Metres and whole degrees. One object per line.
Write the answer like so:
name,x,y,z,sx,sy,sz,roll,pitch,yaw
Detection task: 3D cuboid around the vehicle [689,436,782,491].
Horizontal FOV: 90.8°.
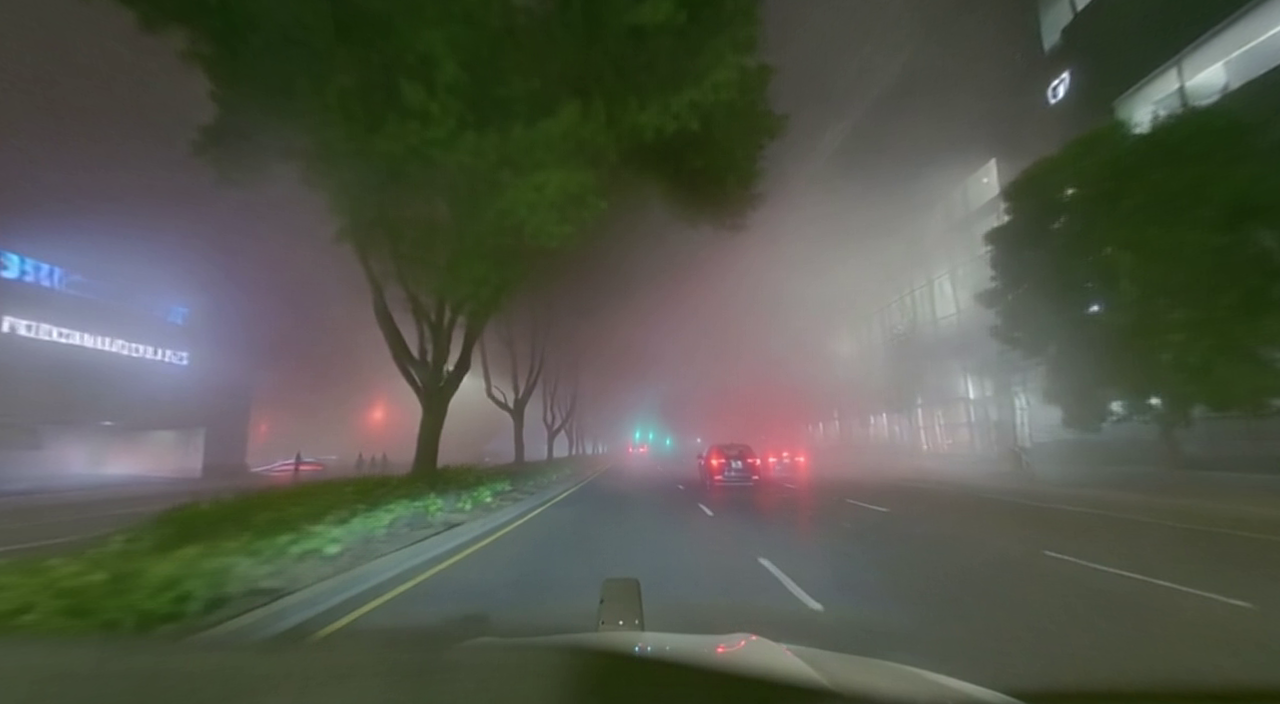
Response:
vehicle,2.805,3.414,19.723,2.131,1.491,4.496,0,-8,-1
